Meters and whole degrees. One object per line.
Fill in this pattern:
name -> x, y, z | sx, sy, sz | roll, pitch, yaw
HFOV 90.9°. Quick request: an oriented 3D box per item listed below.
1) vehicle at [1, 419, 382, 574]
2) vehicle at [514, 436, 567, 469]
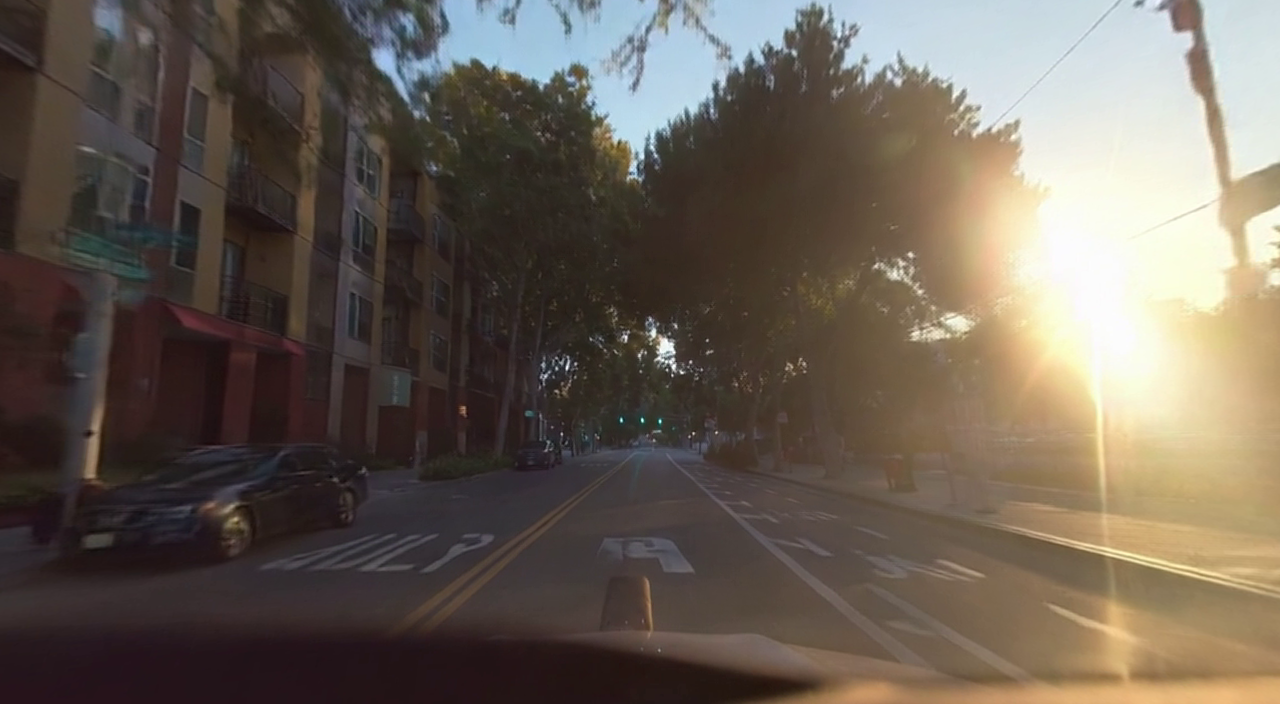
vehicle -> -5.901, 1.917, 9.313 | 2.223, 1.658, 4.621 | 1, -8, 0
vehicle -> -5.578, 5.673, 36.003 | 2.147, 1.701, 4.879 | 1, -8, 1
